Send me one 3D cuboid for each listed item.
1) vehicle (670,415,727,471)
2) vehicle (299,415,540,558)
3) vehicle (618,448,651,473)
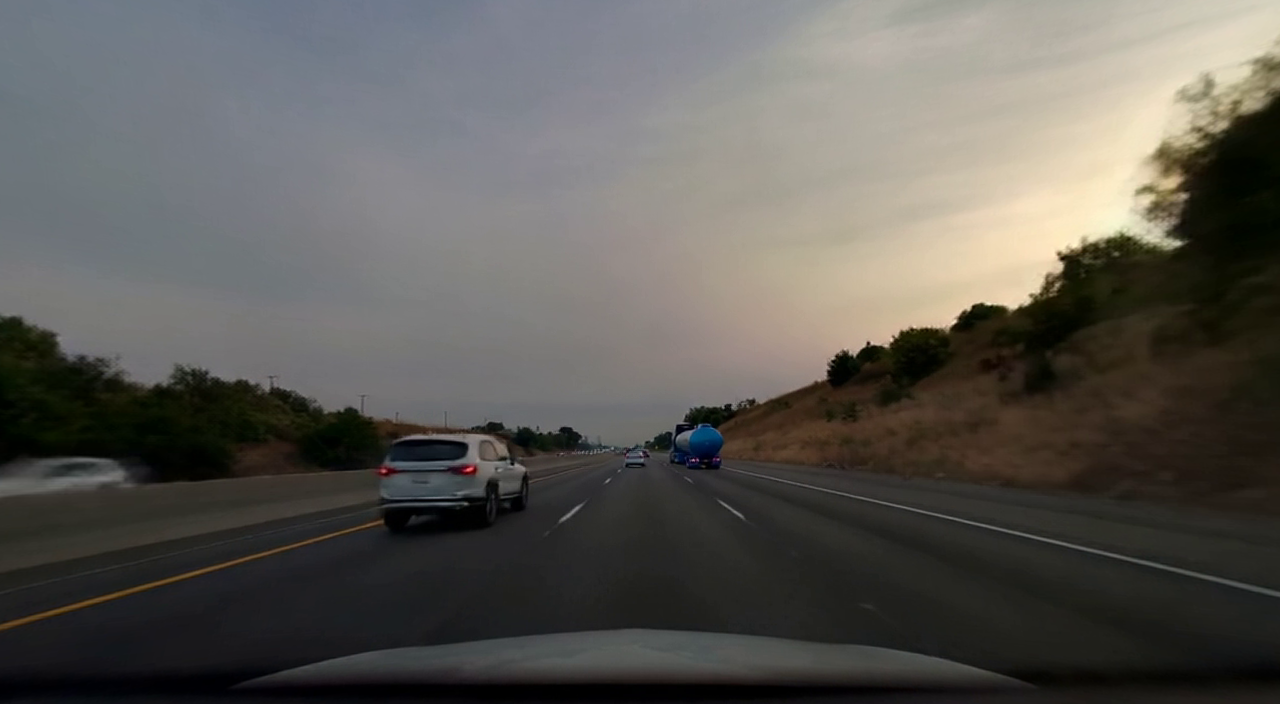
[{"bbox_3d":[4.130,6.978,48.096,2.889,3.606,13.832,0,-9,-1],"label":"vehicle"},{"bbox_3d":[-3.196,2.079,10.468,2.258,1.805,4.665,0,-9,1],"label":"vehicle"},{"bbox_3d":[-0.332,7.005,40.921,2.013,1.498,3.908,0,-9,0],"label":"vehicle"}]
